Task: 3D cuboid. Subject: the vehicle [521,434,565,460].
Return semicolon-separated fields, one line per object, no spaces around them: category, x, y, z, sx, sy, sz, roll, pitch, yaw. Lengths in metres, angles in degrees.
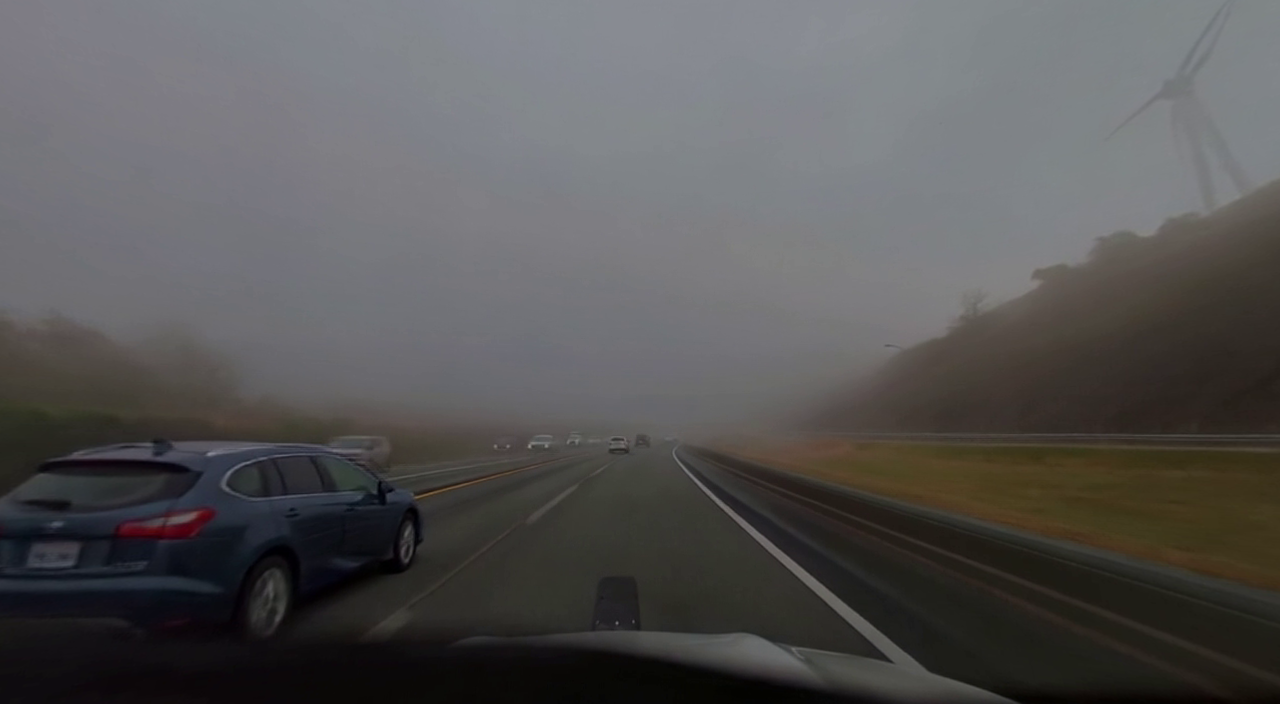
vehicle;-5.902;5.828;38.787;1.888;1.462;4.428;0;-8;2

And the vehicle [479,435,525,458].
vehicle;-9.313;6.400;42.907;2.046;1.485;3.990;0;-8;3

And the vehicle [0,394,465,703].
vehicle;-2.813;1.167;4.406;1.918;1.443;4.422;0;-8;0
